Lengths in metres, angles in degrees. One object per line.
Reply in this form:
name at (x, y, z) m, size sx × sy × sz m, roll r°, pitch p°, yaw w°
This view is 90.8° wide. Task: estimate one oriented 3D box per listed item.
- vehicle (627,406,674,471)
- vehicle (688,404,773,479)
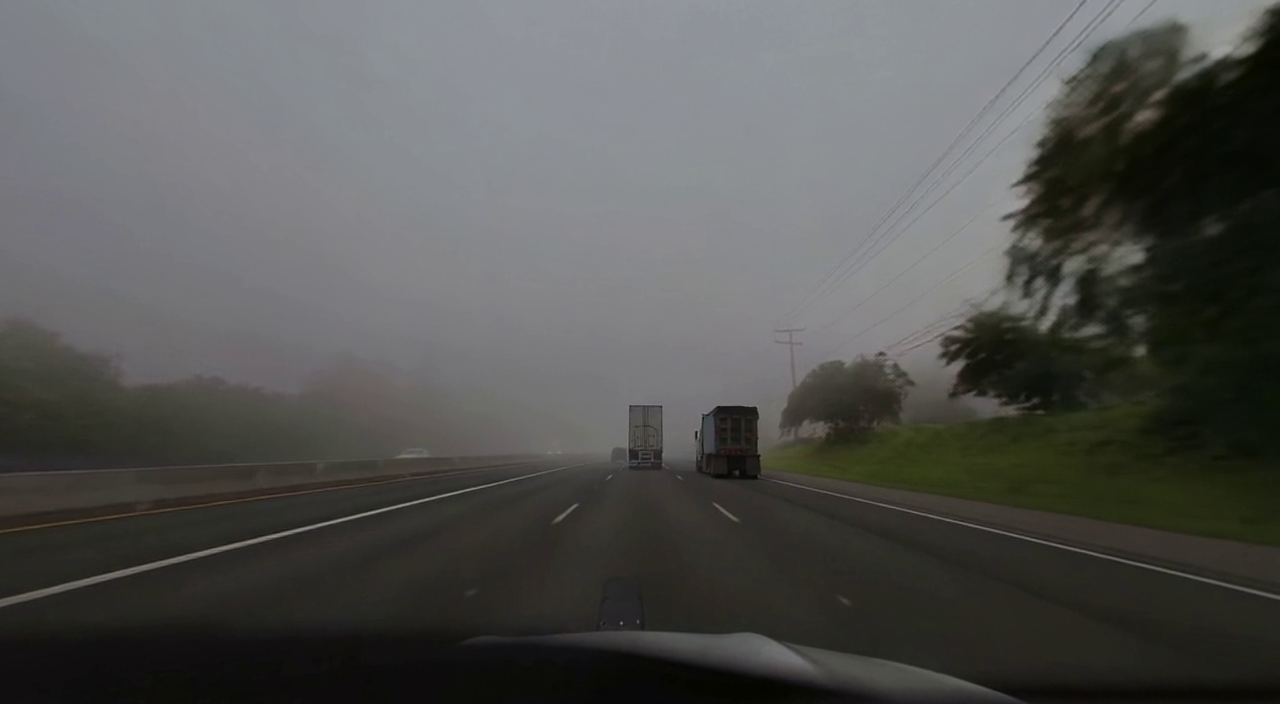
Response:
vehicle at (0.667, 6.572, 46.767) m, size 2.997 × 4.076 × 13.224 m, roll 0°, pitch -9°, yaw 0°
vehicle at (4.421, 4.766, 32.979) m, size 2.938 × 3.378 × 8.820 m, roll 0°, pitch -9°, yaw -1°
